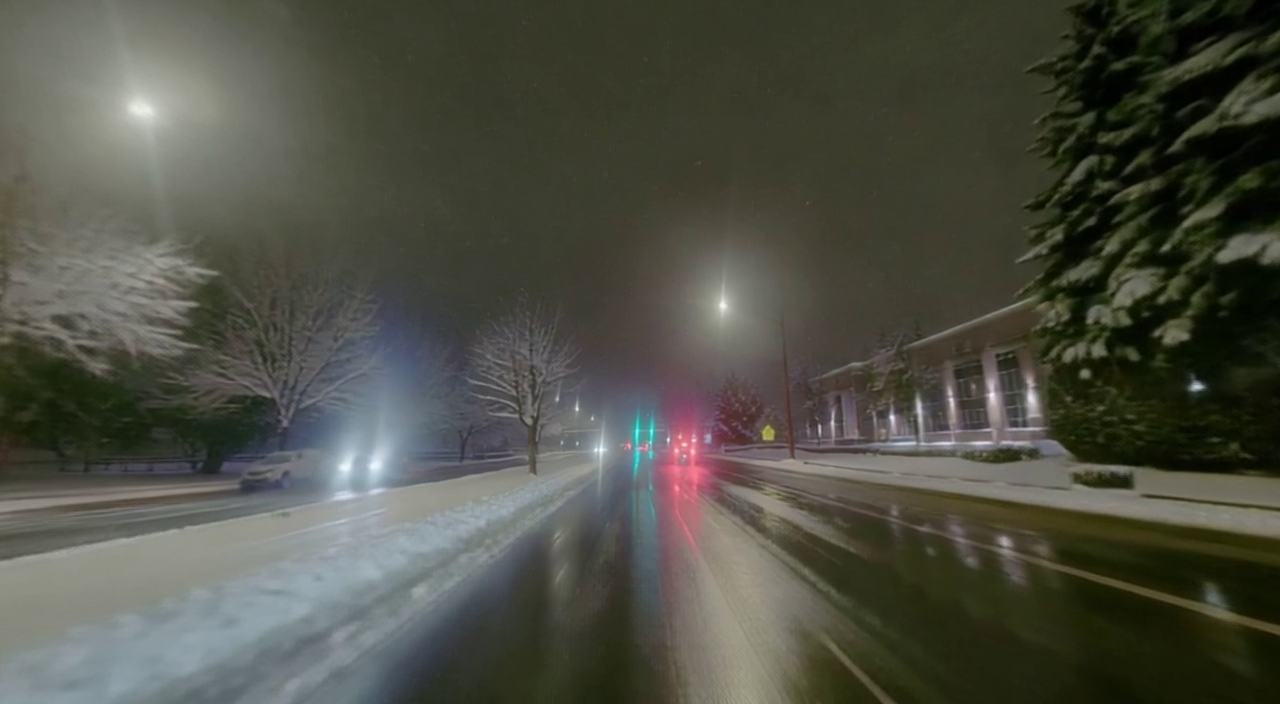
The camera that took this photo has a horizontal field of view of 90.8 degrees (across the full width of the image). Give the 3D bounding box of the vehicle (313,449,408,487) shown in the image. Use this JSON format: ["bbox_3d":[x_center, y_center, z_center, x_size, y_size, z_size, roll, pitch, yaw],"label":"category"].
[{"bbox_3d":[-11.831,4.906,27.143,1.890,1.446,4.714,0,-9,1],"label":"vehicle"}]

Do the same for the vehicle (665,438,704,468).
[{"bbox_3d":[2.866,6.639,41.564,2.085,1.828,5.383,0,-8,-1],"label":"vehicle"}]

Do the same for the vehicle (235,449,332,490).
[{"bbox_3d":[-16.971,5.580,30.356,2.052,1.776,4.483,0,-8,0],"label":"vehicle"}]
